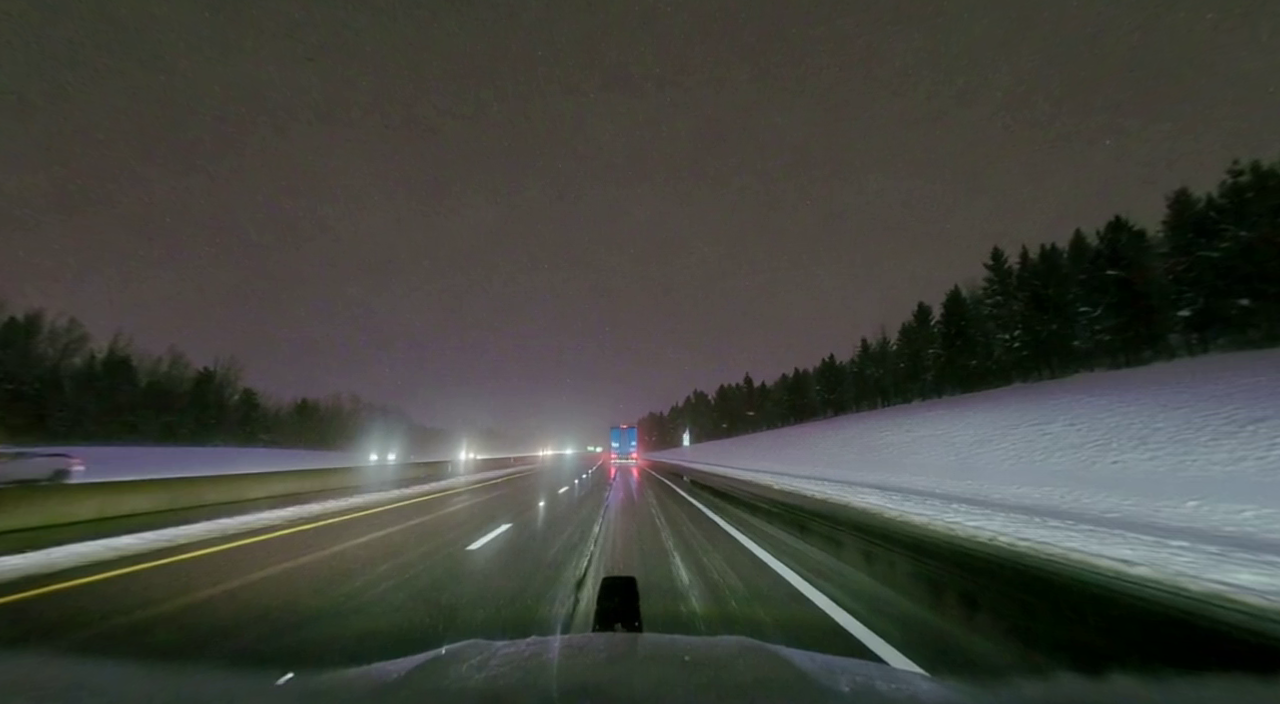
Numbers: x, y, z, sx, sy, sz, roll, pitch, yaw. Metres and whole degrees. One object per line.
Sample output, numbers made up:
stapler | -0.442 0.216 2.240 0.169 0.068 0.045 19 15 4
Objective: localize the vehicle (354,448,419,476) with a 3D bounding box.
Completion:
vehicle | -14.825 6.440 36.976 1.869 1.513 4.740 0 -9 0

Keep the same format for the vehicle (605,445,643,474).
vehicle | -0.973 6.641 38.894 2.230 1.715 4.243 0 -9 -1
